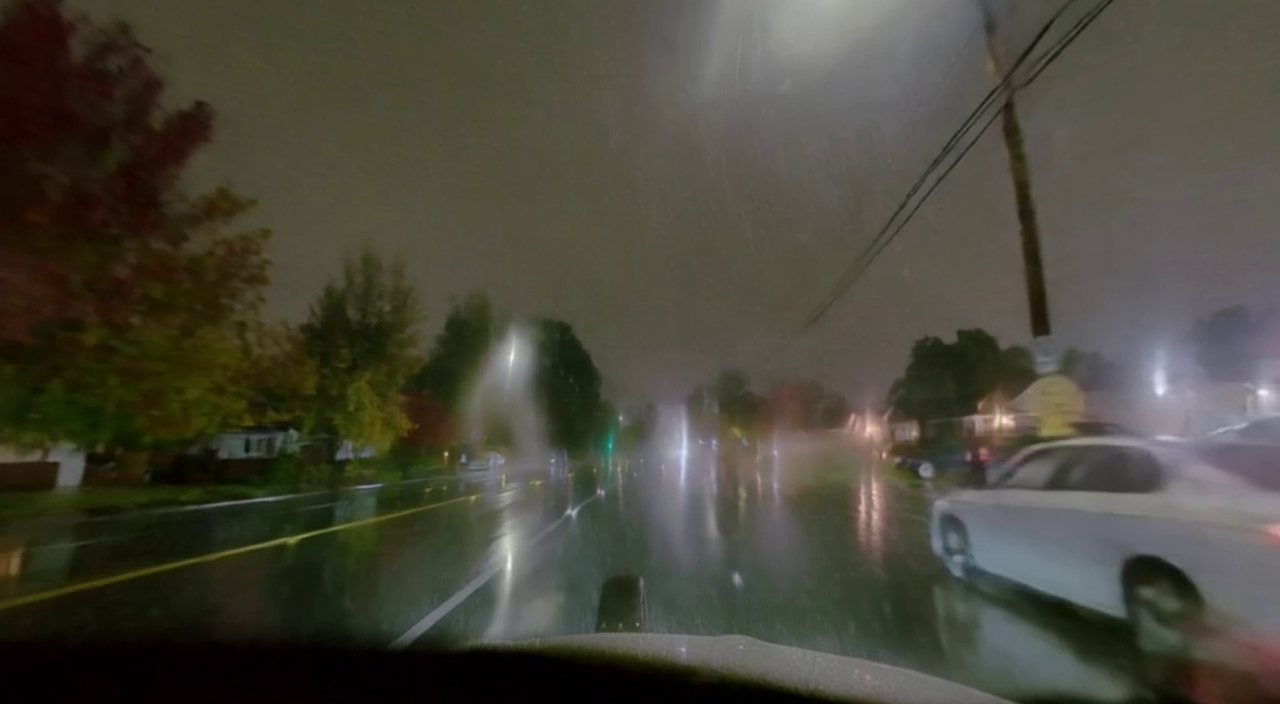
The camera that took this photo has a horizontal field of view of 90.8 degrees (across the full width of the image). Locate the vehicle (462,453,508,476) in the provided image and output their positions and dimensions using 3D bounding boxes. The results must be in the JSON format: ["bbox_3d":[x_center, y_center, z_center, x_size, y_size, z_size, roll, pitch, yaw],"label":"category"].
[{"bbox_3d":[-11.351,8.254,46.543,1.859,1.496,4.390,-5,-9,5],"label":"vehicle"}]

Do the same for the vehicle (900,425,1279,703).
[{"bbox_3d":[3.952,1.364,4.675,2.080,1.503,4.821,0,-9,1],"label":"vehicle"}]
